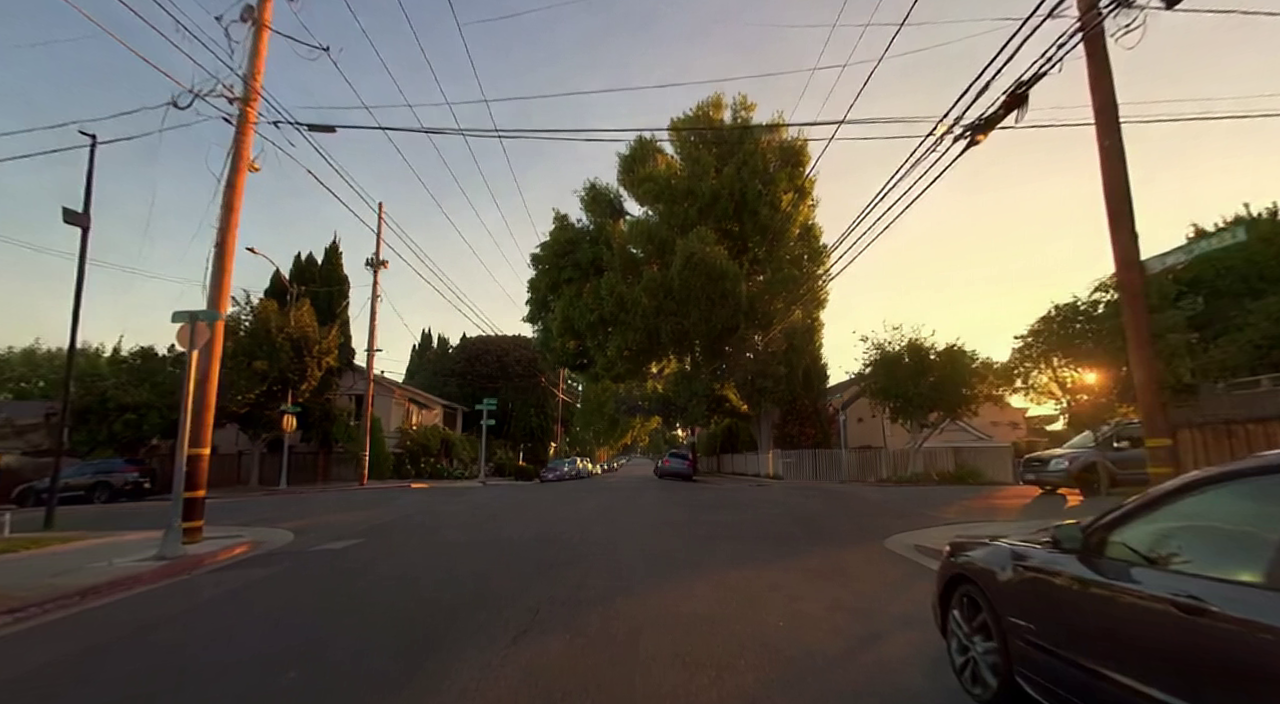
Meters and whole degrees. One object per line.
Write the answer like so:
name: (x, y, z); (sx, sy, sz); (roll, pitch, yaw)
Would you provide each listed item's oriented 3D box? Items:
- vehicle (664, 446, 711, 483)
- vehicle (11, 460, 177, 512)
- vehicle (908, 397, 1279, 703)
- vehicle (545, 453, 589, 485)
vehicle: (2.543, 6.195, 35.078); (2.051, 1.874, 4.459); (0, -8, -3)
vehicle: (-19.229, 4.699, 22.413); (3.977, 1.665, 1.976); (0, -8, 0)
vehicle: (2.650, 0.782, 1.144); (2.038, 1.463, 4.905); (0, -8, -2)
vehicle: (-4.385, 7.087, 38.645); (2.189, 1.771, 4.571); (0, -8, -1)
